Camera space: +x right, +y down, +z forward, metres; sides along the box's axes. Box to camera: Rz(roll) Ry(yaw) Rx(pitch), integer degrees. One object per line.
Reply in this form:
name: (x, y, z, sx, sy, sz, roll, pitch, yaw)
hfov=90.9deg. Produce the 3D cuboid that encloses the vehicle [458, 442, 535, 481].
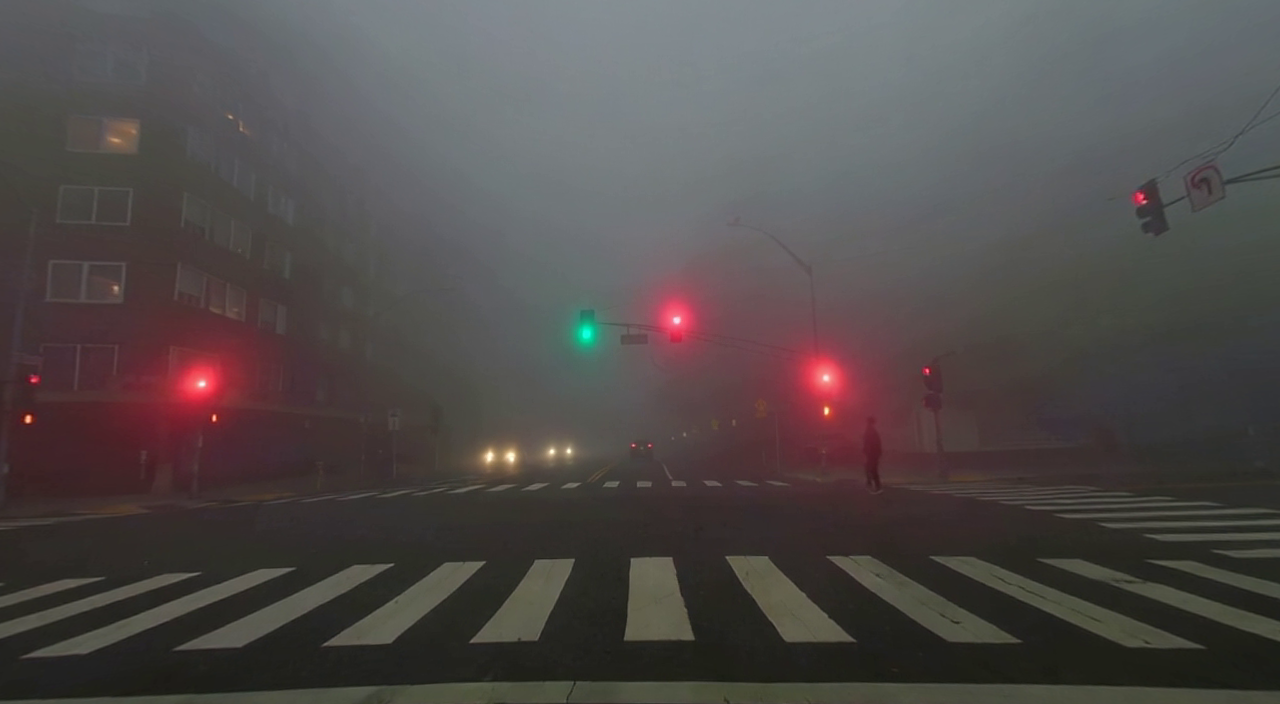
vehicle: (-5.887, 4.549, 26.485, 2.127, 1.473, 4.428, 0, -8, 1)
